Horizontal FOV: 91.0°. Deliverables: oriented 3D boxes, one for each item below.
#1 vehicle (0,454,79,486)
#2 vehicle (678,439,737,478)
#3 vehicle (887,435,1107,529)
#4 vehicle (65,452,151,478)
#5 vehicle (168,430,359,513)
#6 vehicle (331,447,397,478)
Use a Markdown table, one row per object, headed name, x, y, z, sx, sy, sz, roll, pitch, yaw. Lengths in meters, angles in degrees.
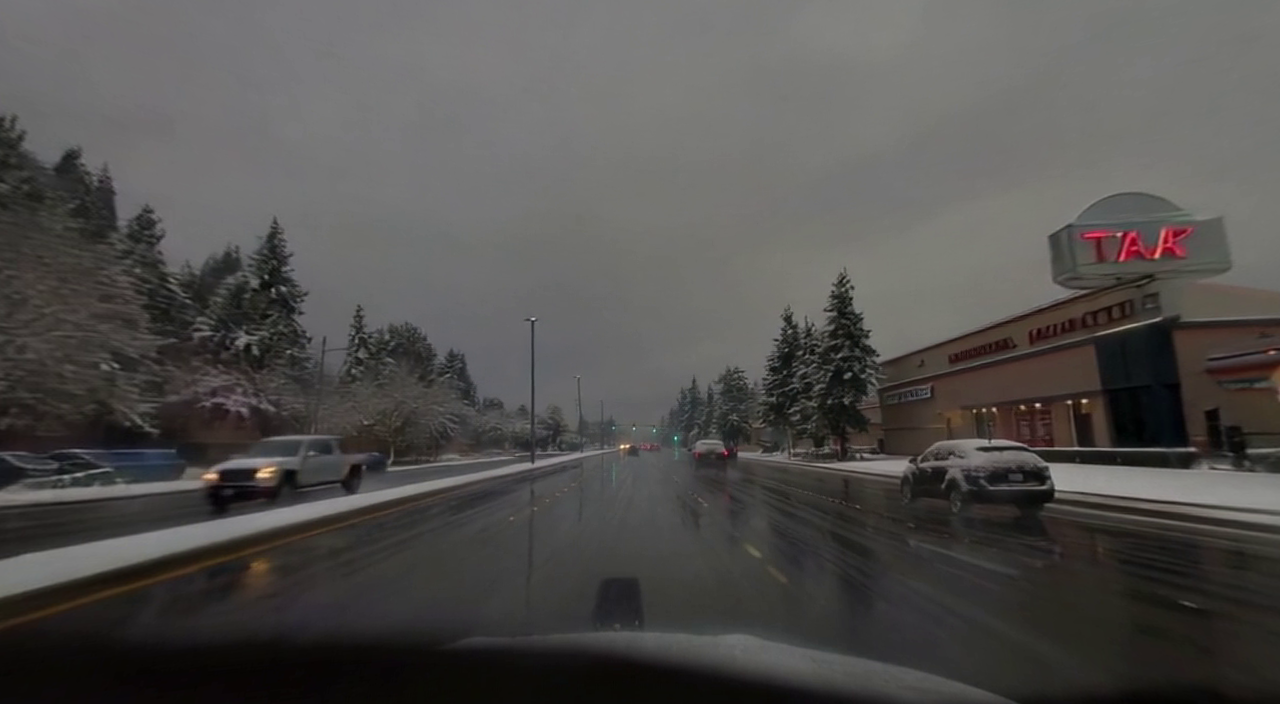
| name | x | y | z | sx | sy | sz | roll | pitch | yaw |
| --- | --- | --- | --- | --- | --- | --- | --- | --- | --- |
| vehicle | -28.642 | 5.454 | 29.217 | 3.453 | 1.405 | 1.745 | 0 | -9 | 2 |
| vehicle | 3.035 | 4.919 | 29.254 | 2.161 | 1.676 | 4.151 | 0 | -9 | -1 |
| vehicle | 6.775 | 2.478 | 12.597 | 1.886 | 1.528 | 4.169 | 0 | -9 | -1 |
| vehicle | -29.312 | 6.226 | 34.740 | 3.351 | 1.369 | 1.579 | 0 | -8 | 3 |
| vehicle | -9.212 | 2.946 | 15.959 | 2.160 | 1.785 | 4.280 | 0 | -9 | 0 |
| vehicle | -16.574 | 6.638 | 38.055 | 1.947 | 1.738 | 4.428 | 0 | -9 | -1 |
